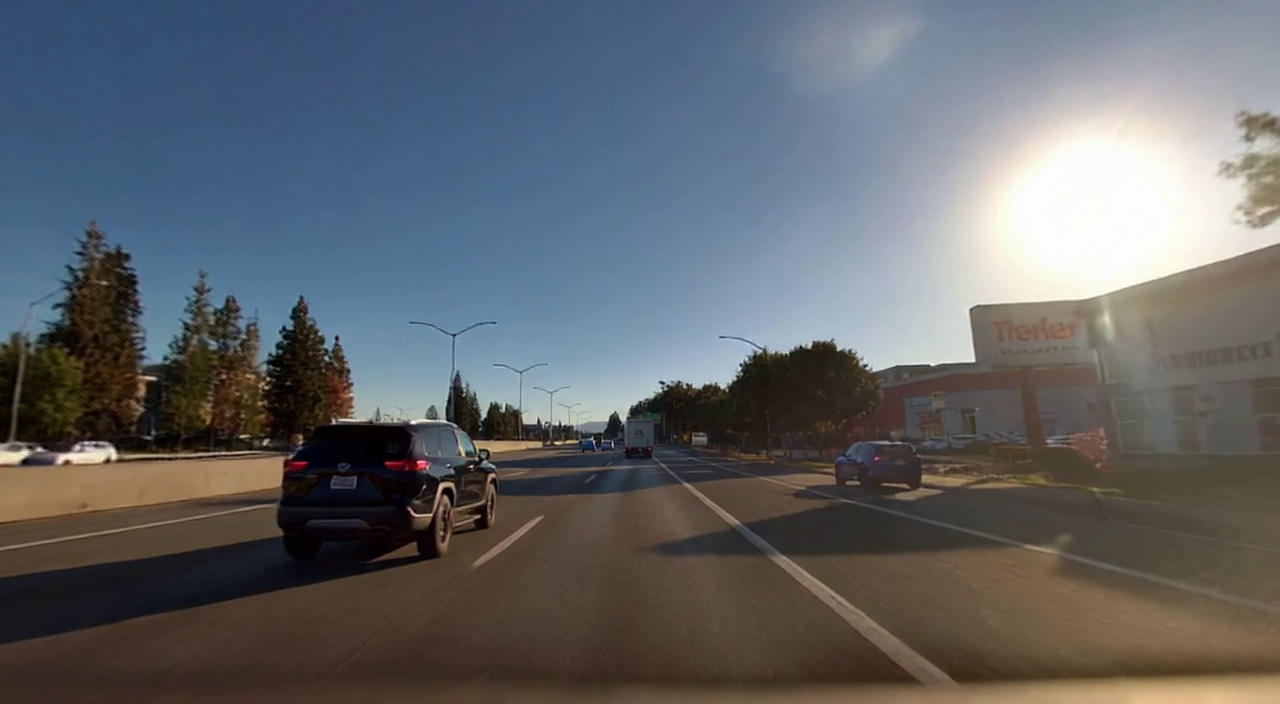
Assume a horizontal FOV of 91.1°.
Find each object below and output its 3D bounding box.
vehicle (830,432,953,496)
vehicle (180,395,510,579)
[{"bbox_3d":[7.372,3.300,18.893,1.958,1.681,4.109,0,-8,0],"label":"vehicle"},{"bbox_3d":[-3.464,1.712,8.809,2.178,1.826,4.933,0,-8,1],"label":"vehicle"}]
